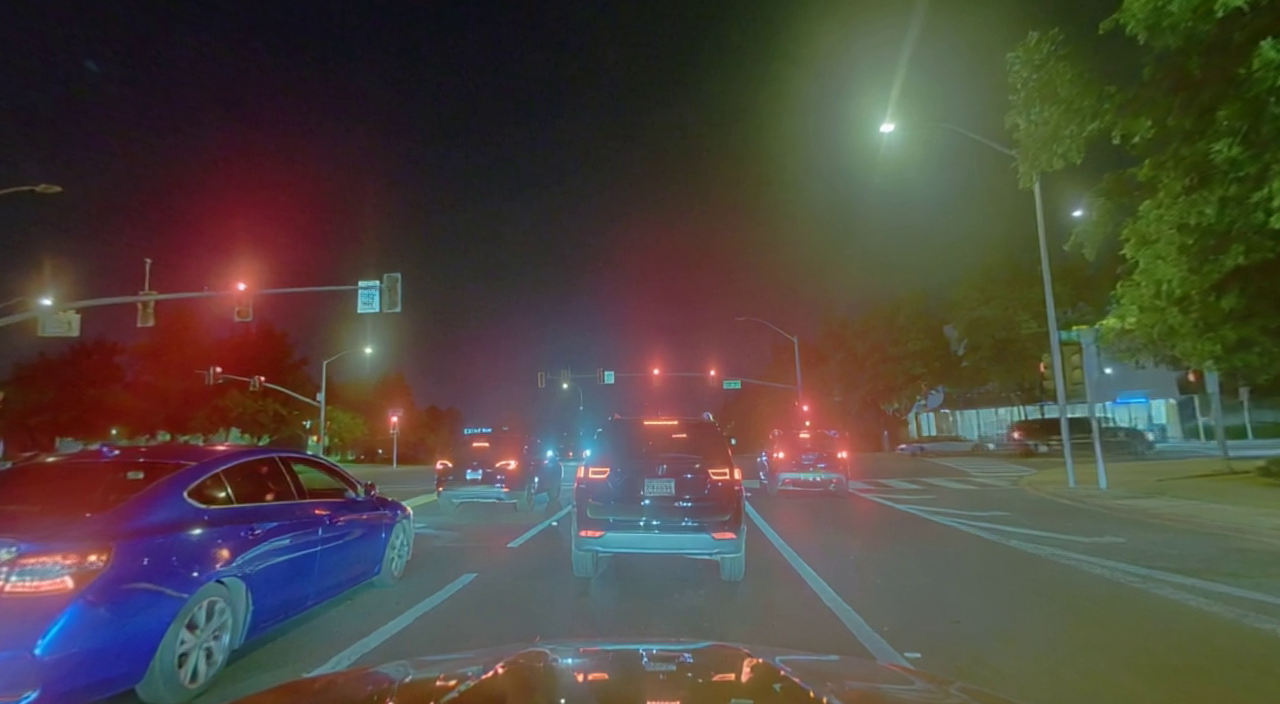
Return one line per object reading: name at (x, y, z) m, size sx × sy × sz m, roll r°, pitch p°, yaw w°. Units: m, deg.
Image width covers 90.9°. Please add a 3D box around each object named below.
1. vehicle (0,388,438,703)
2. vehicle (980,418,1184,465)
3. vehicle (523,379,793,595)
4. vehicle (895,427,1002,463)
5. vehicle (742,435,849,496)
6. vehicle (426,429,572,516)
vehicle at (-3.217, 1.194, 4.393) m, size 1.958 × 1.494 × 4.624 m, roll 0°, pitch -8°, yaw 2°
vehicle at (19.633, 4.005, 28.420) m, size 6.879 × 1.984 × 2.808 m, roll -1°, pitch -7°, yaw 8°
vehicle at (0.205, 1.466, 7.644) m, size 2.300 × 1.832 × 4.331 m, roll 0°, pitch -8°, yaw 1°
vehicle at (14.284, 4.361, 29.444) m, size 4.026 × 1.573 × 2.271 m, roll -2°, pitch -9°, yaw 14°
vehicle at (4.102, 3.059, 17.348) m, size 1.979 × 1.453 × 4.011 m, roll 0°, pitch -8°, yaw 1°
vehicle at (-2.681, 2.394, 13.073) m, size 1.851 × 1.502 × 4.042 m, roll 0°, pitch -8°, yaw 4°
